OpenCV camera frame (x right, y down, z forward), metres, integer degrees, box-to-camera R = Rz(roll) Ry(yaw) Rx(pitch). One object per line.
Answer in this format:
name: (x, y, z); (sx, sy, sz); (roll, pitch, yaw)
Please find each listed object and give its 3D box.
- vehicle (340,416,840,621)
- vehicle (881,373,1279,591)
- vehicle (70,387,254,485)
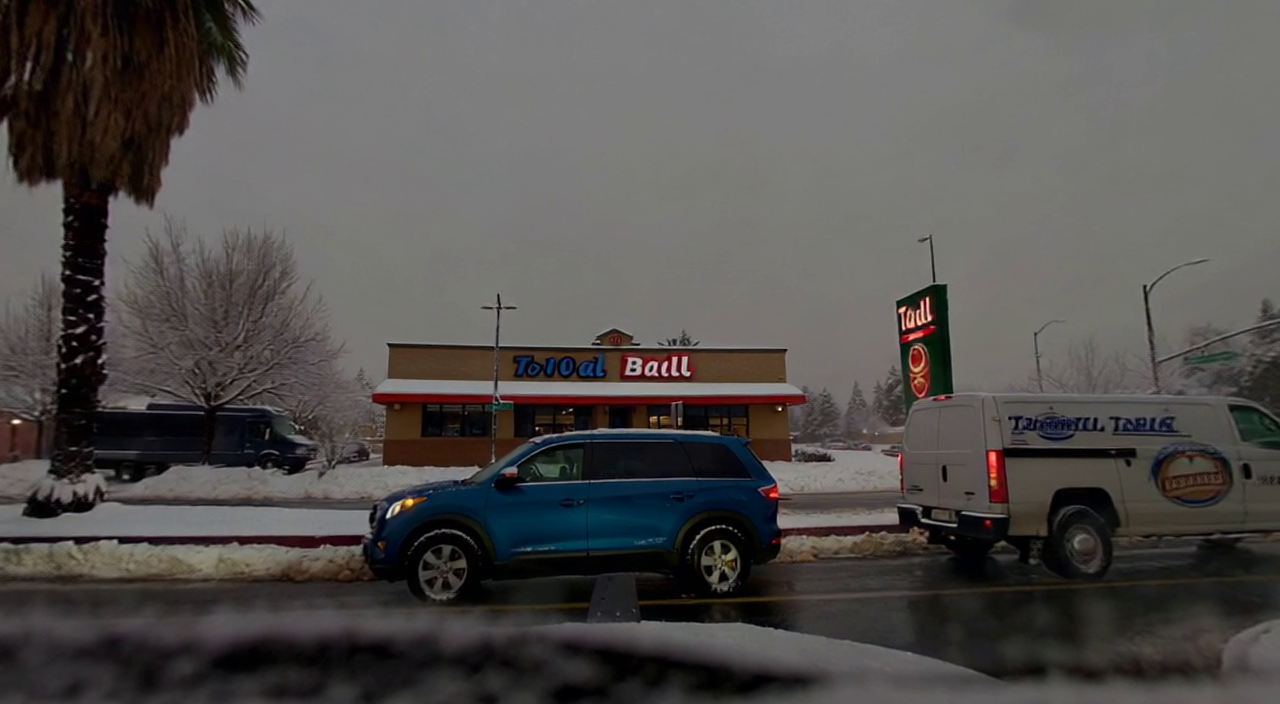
vehicle: (-0.483, 1.627, 6.848); (4.493, 1.728, 2.137); (1, -9, -9)
vehicle: (6.644, 1.540, 8.036); (6.246, 2.202, 2.277); (1, -9, -7)
vehicle: (-21.664, 3.968, 29.436); (3.034, 3.929, 7.699); (1, -9, -6)
